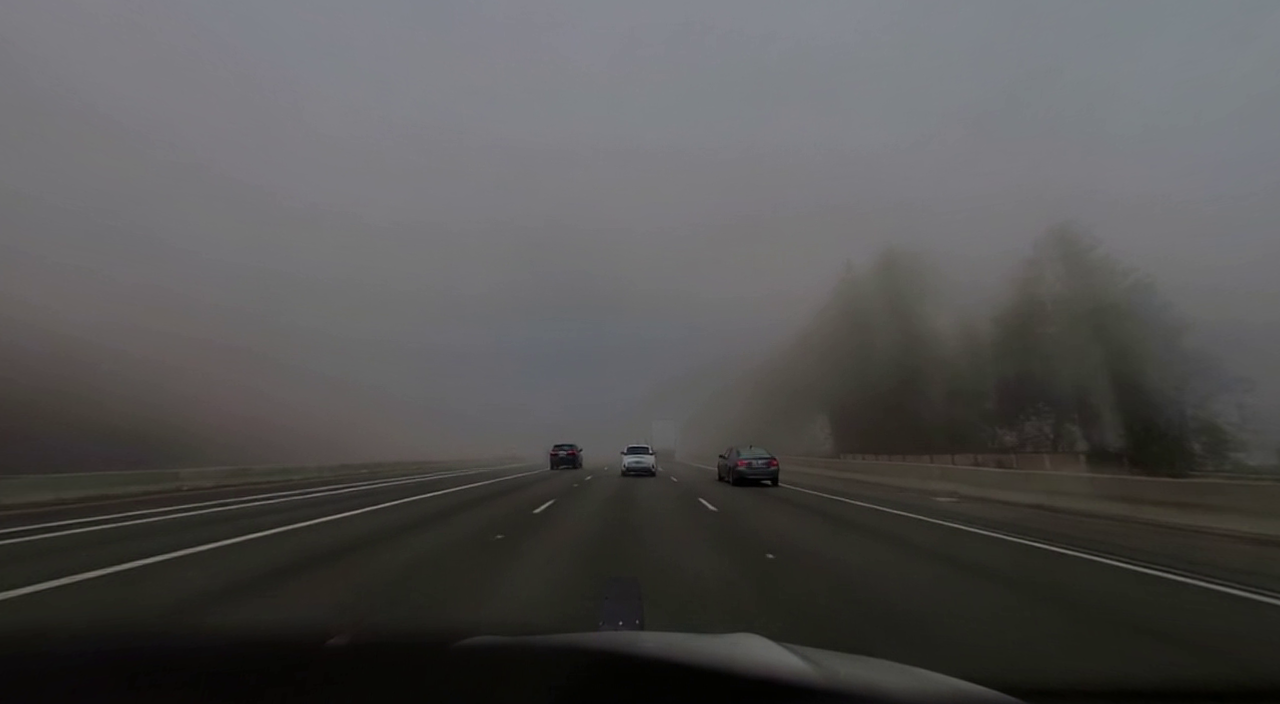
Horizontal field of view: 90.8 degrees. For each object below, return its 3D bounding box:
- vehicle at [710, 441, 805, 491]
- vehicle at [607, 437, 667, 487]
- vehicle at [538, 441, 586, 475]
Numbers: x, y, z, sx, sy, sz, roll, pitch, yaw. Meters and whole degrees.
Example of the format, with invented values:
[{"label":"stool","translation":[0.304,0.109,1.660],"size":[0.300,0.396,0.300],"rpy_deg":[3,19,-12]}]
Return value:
[{"label":"vehicle","translation":[3.760,3.748,21.157],"size":[2.146,1.482,4.665],"rpy_deg":[0,-9,-2]},{"label":"vehicle","translation":[-0.132,4.152,24.236],"size":[2.103,1.717,4.399],"rpy_deg":[0,-9,-1]},{"label":"vehicle","translation":[-4.099,5.642,33.918],"size":[1.988,1.696,4.754],"rpy_deg":[0,-9,0]}]
